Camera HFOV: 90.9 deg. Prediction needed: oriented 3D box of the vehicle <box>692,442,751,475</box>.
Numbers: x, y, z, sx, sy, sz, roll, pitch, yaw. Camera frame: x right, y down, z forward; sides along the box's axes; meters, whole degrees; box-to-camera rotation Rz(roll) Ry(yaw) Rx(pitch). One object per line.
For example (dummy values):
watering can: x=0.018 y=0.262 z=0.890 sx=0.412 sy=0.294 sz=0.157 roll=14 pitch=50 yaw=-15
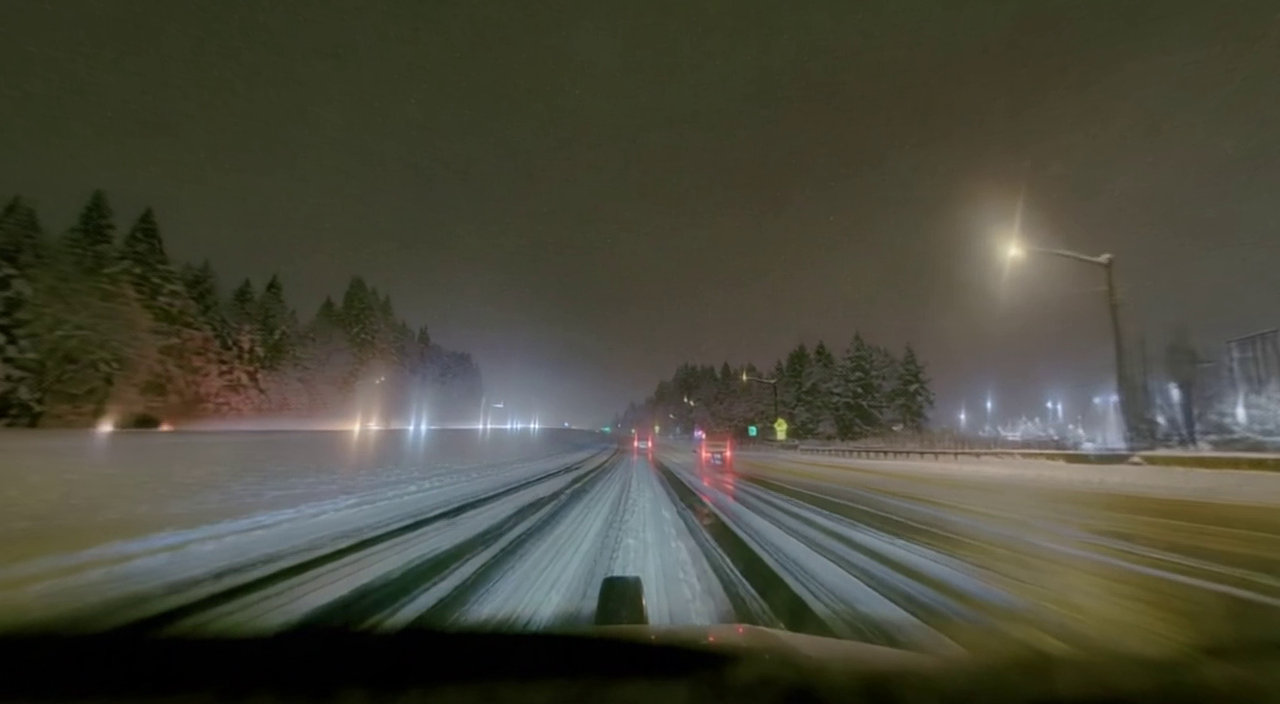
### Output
vehicle: x=3.670 y=4.909 z=29.337 sx=2.069 sy=1.431 sz=4.313 roll=0 pitch=-8 yaw=-1
